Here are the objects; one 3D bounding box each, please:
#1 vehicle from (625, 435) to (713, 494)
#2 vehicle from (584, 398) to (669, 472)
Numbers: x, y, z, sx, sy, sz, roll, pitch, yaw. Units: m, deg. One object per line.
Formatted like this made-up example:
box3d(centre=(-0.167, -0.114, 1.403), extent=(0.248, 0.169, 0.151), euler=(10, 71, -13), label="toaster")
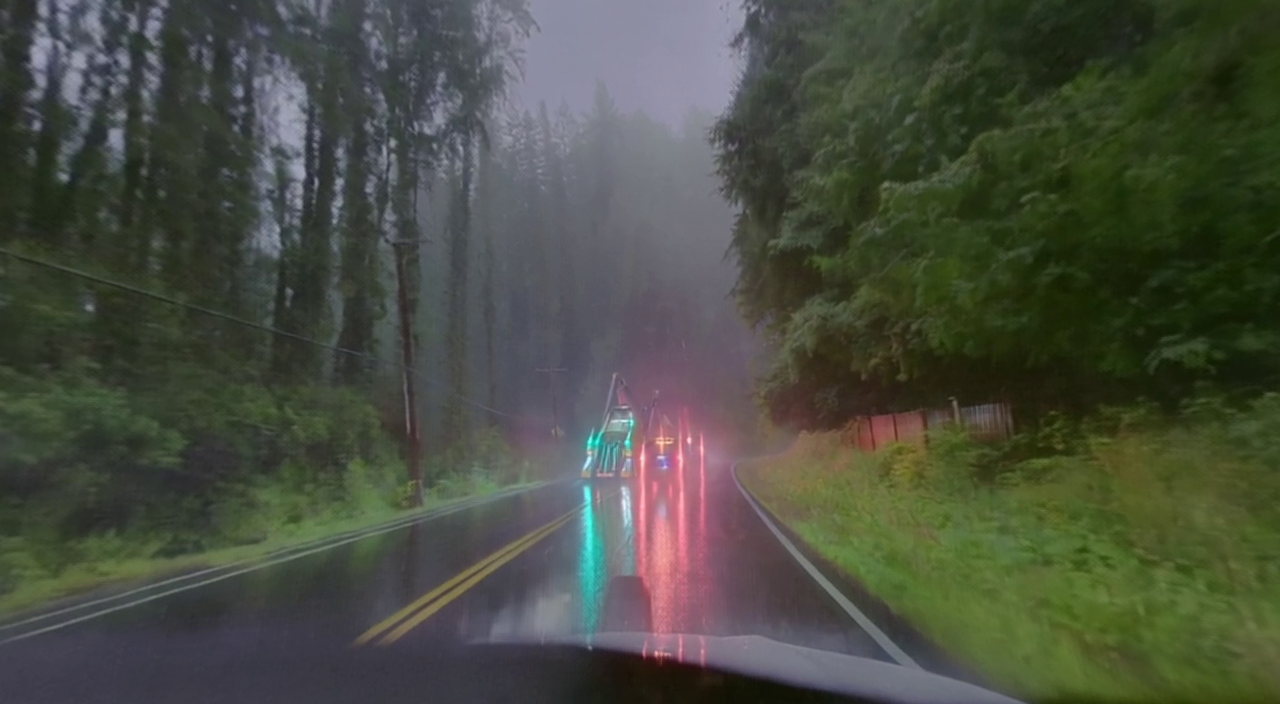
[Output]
box3d(centre=(0.880, 3.158, 18.035), extent=(2.196, 1.465, 4.294), euler=(-1, -9, 4), label="vehicle")
box3d(centre=(-0.659, 5.598, 41.267), extent=(4.788, 4.368, 6.529), euler=(0, -11, 5), label="vehicle")
